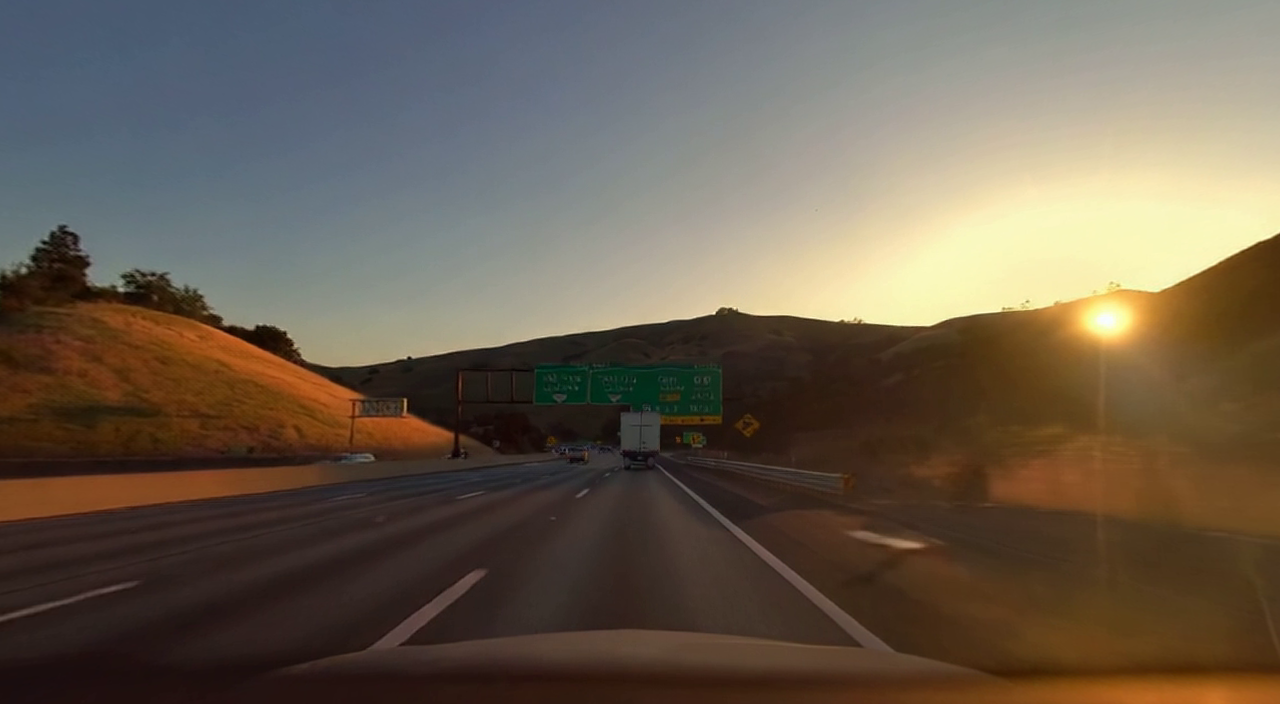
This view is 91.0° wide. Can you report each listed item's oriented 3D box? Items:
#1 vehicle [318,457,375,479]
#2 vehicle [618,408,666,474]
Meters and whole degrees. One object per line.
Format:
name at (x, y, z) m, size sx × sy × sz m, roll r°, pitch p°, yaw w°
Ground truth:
vehicle at (-21.706, 8.575, 46.785) m, size 2.020 × 1.500 × 4.501 m, roll 0°, pitch -9°, yaw 2°
vehicle at (0.236, 6.552, 45.761) m, size 3.039 × 4.131 × 11.822 m, roll 0°, pitch -9°, yaw 1°
